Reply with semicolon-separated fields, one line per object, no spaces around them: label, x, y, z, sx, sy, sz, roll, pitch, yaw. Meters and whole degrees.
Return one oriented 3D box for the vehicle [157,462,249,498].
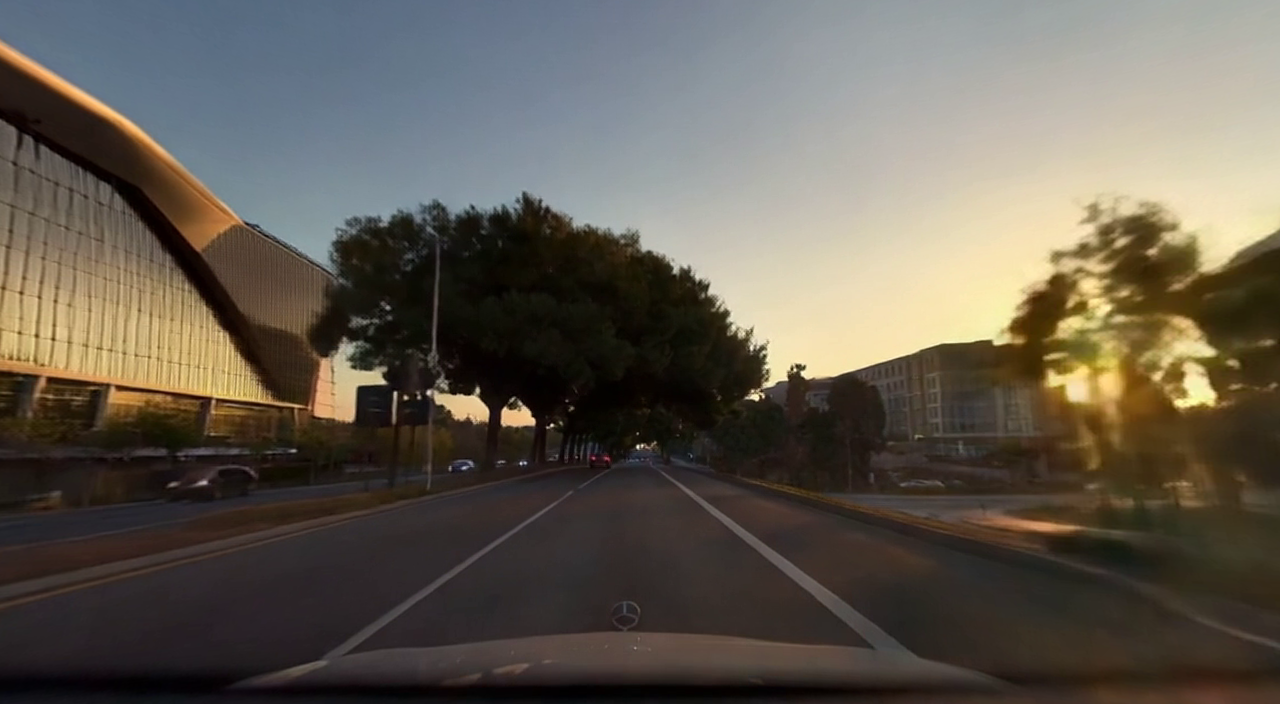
vehicle;-22.577;6.584;32.840;1.819;1.582;4.164;0;-8;-1
